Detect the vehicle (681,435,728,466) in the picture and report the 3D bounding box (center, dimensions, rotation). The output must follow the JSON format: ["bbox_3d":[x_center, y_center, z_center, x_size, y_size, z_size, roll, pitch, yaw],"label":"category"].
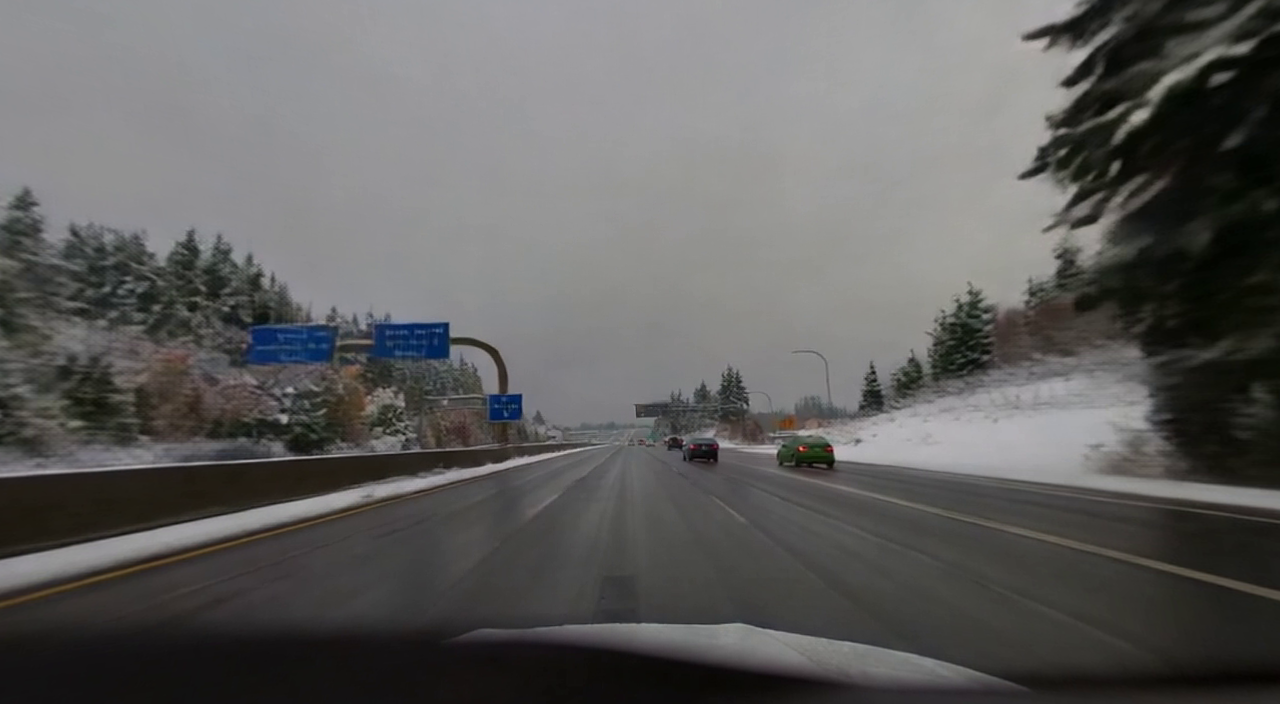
[{"bbox_3d":[3.179,4.945,31.843,1.819,1.468,3.770,0,-8,-2],"label":"vehicle"}]

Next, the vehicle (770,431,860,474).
[{"bbox_3d":[6.754,3.923,24.947,2.003,1.522,4.940,0,-8,-1],"label":"vehicle"}]

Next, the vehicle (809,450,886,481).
[{"bbox_3d":[6.865,3.760,21.077,1.535,0.862,2.814,0,-8,-2],"label":"vehicle"}]
